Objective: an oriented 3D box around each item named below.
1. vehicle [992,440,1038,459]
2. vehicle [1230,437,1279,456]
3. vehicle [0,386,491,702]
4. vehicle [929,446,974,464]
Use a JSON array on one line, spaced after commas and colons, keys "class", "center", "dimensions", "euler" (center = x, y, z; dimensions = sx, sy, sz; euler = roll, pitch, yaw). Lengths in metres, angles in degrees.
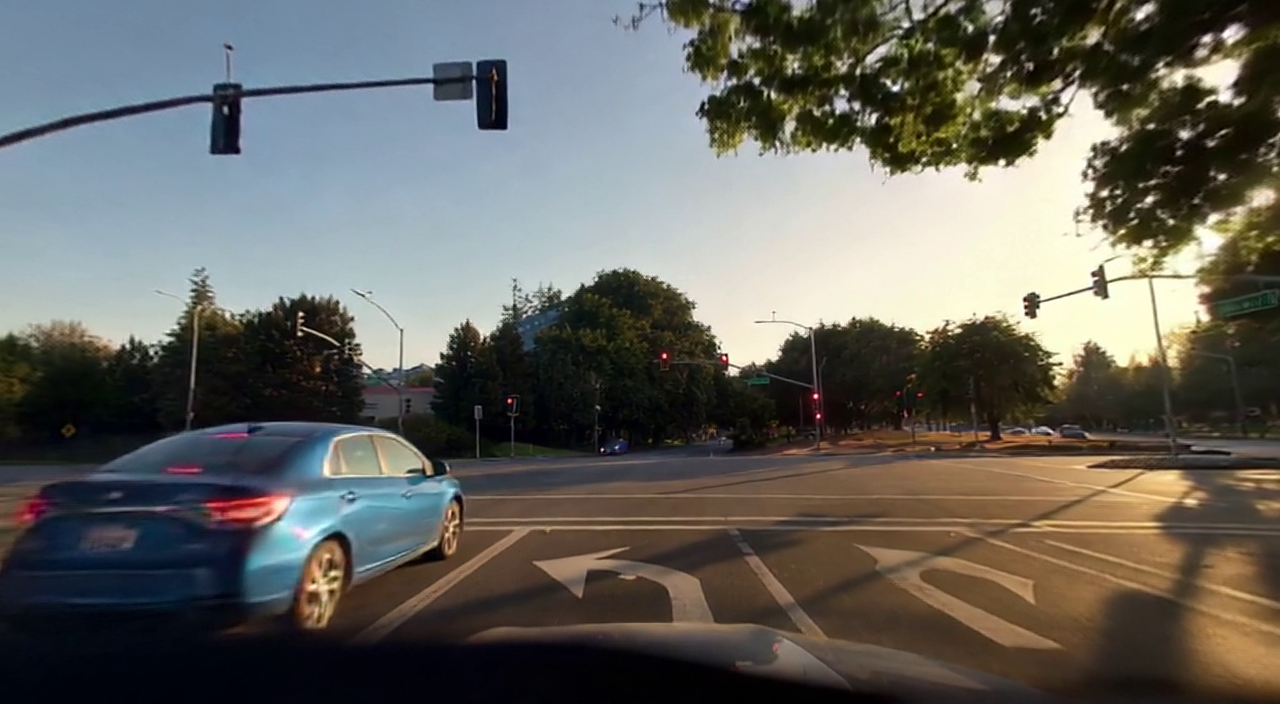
[{"class": "vehicle", "center": [29.715, 7.753, 49.999], "dimensions": [1.662, 1.440, 3.583], "euler": [-1, -8, 6]}, {"class": "vehicle", "center": [48.120, 7.330, 48.840], "dimensions": [1.574, 1.369, 3.611], "euler": [-1, -7, 6]}, {"class": "vehicle", "center": [-2.899, 1.264, 5.316], "dimensions": [2.055, 1.573, 4.065], "euler": [-1, -8, 4]}, {"class": "vehicle", "center": [24.380, 8.046, 49.431], "dimensions": [1.633, 1.324, 3.449], "euler": [1, -8, -2]}]
